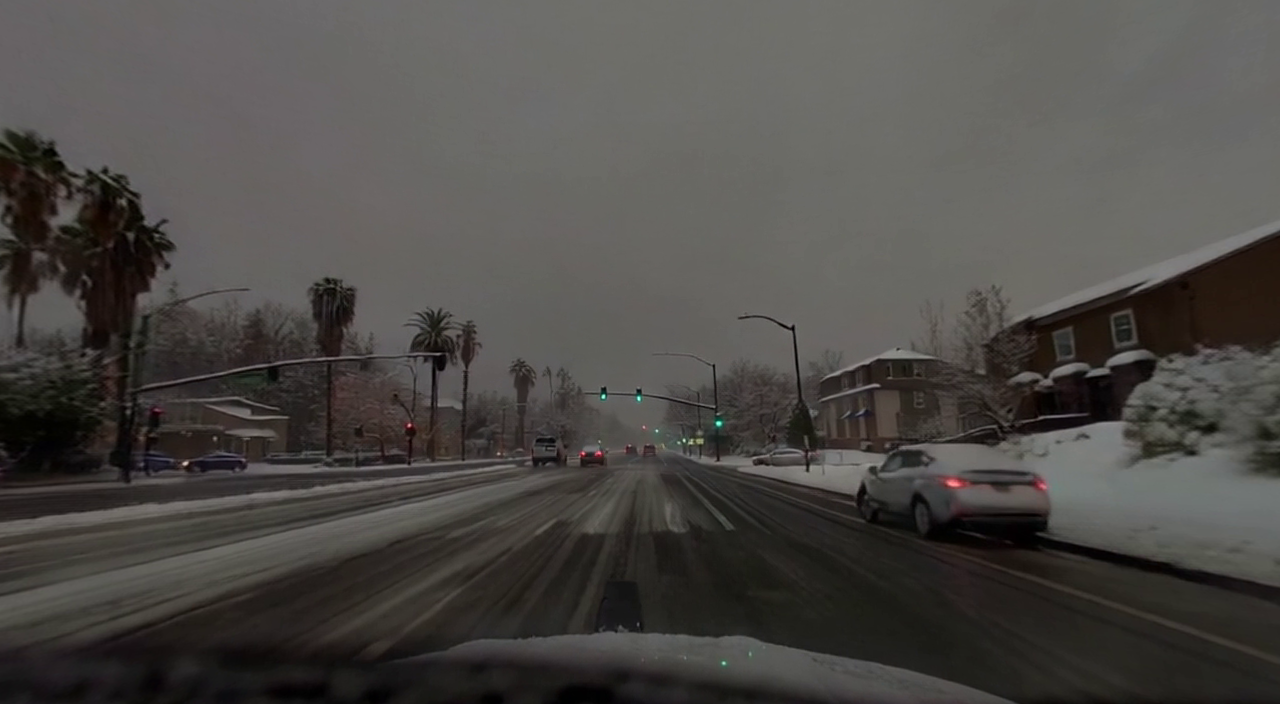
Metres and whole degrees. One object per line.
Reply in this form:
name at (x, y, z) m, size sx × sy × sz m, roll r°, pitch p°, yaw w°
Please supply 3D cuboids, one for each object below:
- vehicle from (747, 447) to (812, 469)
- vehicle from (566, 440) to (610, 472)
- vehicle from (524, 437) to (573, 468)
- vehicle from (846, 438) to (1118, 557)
vehicle at (10.270, 7.825, 46.667) m, size 4.509 × 1.520 × 1.952 m, roll -1°, pitch -9°, yaw 9°
vehicle at (-3.077, 6.330, 38.408) m, size 2.116 × 1.806 × 4.516 m, roll 0°, pitch -9°, yaw 2°
vehicle at (-6.479, 7.211, 45.390) m, size 2.457 × 2.010 × 6.330 m, roll 0°, pitch -9°, yaw 1°
vehicle at (5.112, 2.207, 10.261) m, size 1.994 × 1.507 × 4.173 m, roll 1°, pitch -9°, yaw -1°
